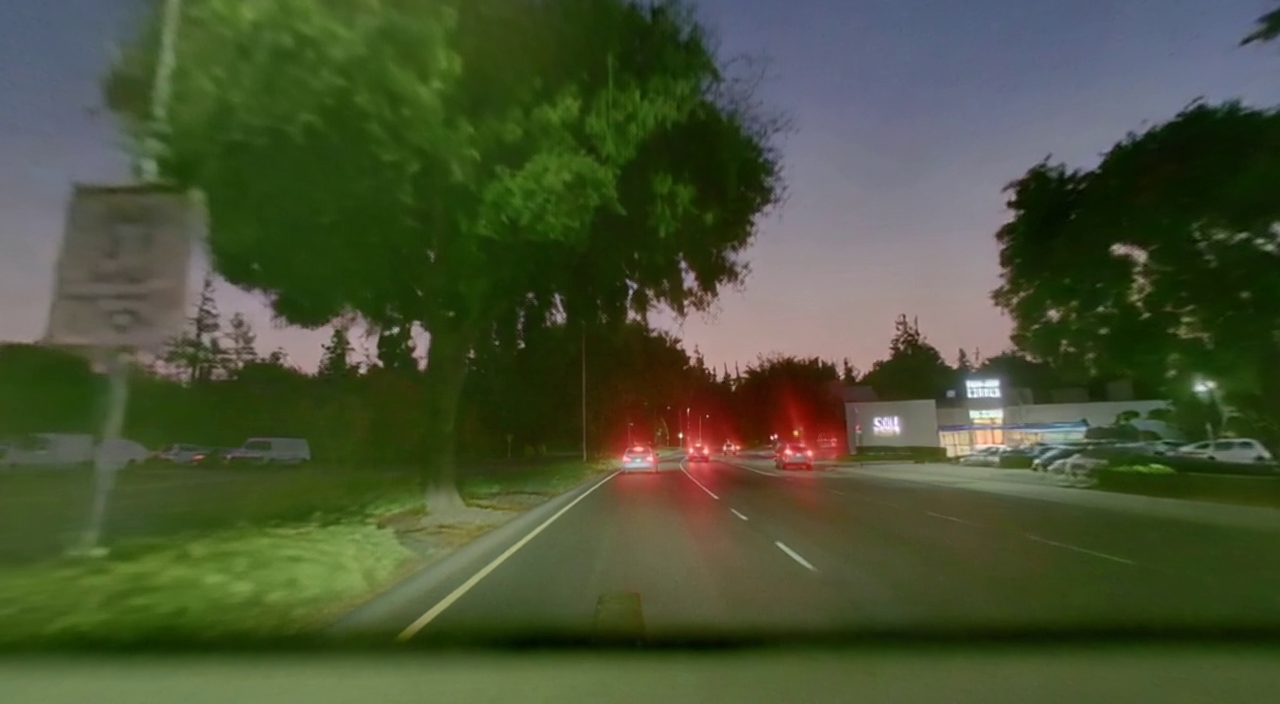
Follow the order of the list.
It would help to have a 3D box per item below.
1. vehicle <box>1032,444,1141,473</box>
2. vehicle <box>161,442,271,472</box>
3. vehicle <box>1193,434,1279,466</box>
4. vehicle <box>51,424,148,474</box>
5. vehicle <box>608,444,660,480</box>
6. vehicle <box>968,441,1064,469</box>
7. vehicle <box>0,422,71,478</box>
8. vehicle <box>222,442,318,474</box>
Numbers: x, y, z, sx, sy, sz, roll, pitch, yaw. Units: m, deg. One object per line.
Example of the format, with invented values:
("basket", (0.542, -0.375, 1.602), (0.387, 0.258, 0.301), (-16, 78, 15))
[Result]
("vehicle", (21.441, 5.118, 30.437), (3.811, 1.355, 1.823), (0, -9, 0))
("vehicle", (-31.282, 7.759, 46.897), (2.154, 2.021, 6.409), (-5, -10, 28))
("vehicle", (34.534, 5.576, 35.759), (4.366, 1.723, 1.944), (-1, -10, 3))
("vehicle", (-30.400, 5.526, 35.491), (5.689, 2.583, 2.285), (-7, -12, 32))
("vehicle", (-0.180, 4.750, 27.585), (2.095, 1.456, 3.873), (0, -8, 2))
("vehicle", (21.360, 5.843, 35.981), (4.197, 1.505, 1.915), (0, -8, 1))
("vehicle", (-32.130, 5.148, 32.755), (5.926, 2.638, 2.413), (-8, -12, 35))
("vehicle", (-24.121, 6.855, 41.266), (5.104, 1.947, 2.106), (6, -10, -36))
